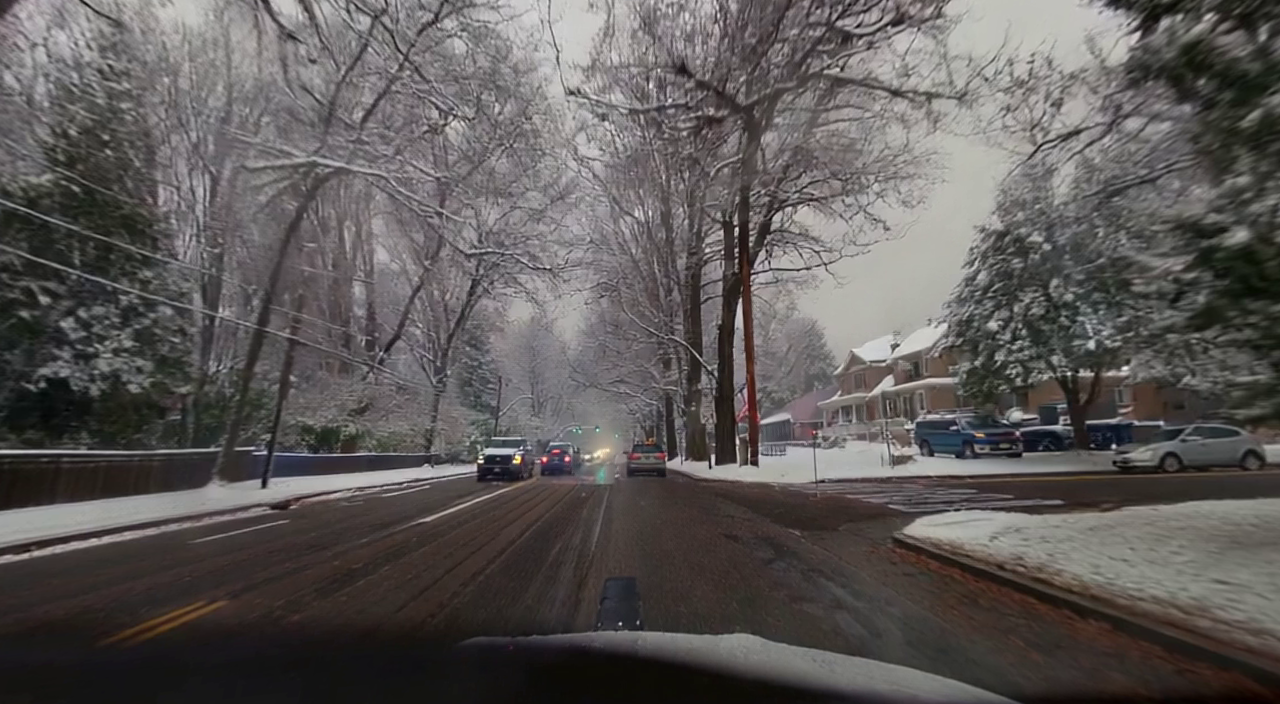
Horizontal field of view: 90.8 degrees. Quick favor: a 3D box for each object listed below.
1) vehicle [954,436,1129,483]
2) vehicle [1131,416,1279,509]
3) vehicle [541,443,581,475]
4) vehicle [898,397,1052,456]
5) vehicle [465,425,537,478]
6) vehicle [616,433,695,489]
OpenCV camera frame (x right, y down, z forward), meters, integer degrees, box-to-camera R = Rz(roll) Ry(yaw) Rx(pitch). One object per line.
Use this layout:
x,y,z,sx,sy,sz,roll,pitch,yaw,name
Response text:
12.974,3.472,20.599,4.462,1.427,1.886,0,-9,-5,vehicle
12.578,2.066,12.078,4.708,1.603,1.919,0,-9,0,vehicle
-4.007,5.470,32.445,1.919,1.501,4.509,1,-9,-6,vehicle
15.948,3.656,30.293,6.115,2.590,2.371,-6,-10,35,vehicle
-7.819,5.738,36.586,2.920,2.707,7.670,0,-9,-4,vehicle
0.383,3.689,21.642,2.258,1.682,4.635,0,-9,-4,vehicle
